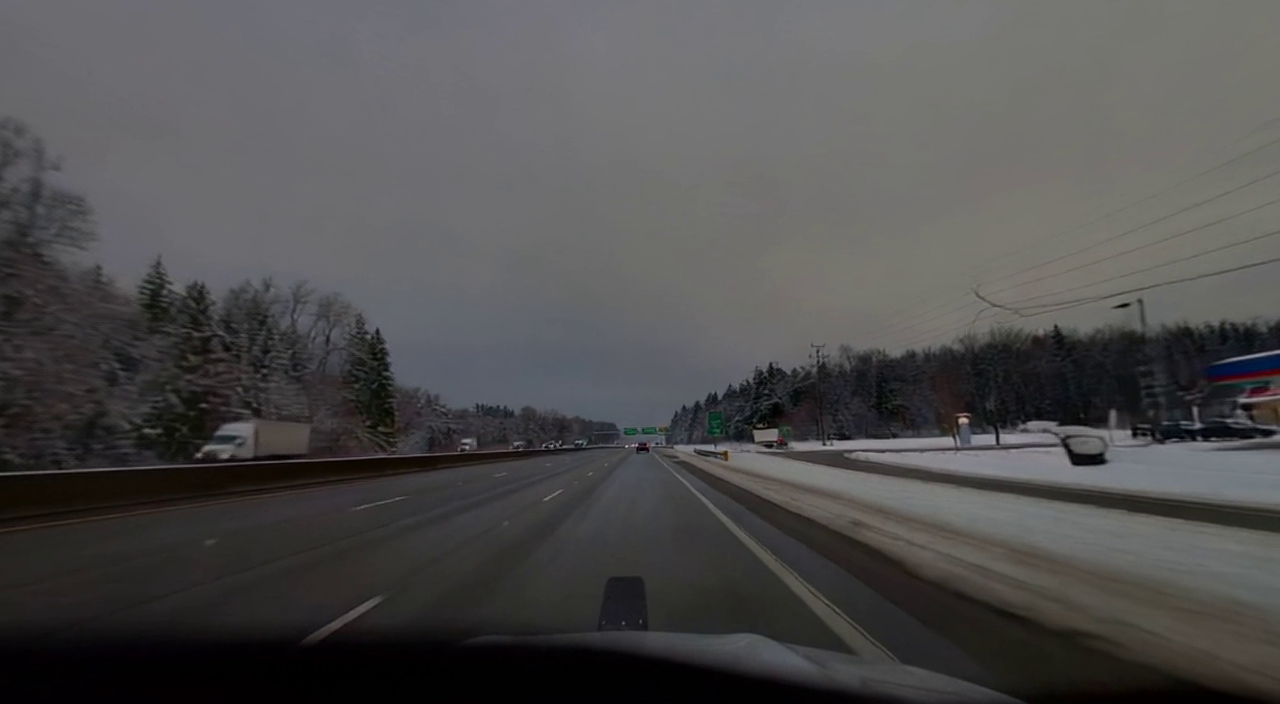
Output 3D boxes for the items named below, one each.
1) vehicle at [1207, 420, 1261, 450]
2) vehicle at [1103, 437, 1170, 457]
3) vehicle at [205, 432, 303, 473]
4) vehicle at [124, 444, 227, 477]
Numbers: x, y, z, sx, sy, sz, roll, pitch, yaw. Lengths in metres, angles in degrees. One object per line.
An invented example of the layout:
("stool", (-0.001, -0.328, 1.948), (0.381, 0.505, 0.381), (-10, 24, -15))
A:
("vehicle", (39.836, 5.541, 42.276), (2.209, 1.949, 1.850), (4, -8, -28))
("vehicle", (34.915, 6.683, 44.348), (4.865, 1.367, 2.082), (5, -10, -32))
("vehicle", (-29.236, 7.594, 48.360), (2.256, 2.796, 8.592), (0, -7, -1))
("vehicle", (-25.140, 5.841, 34.373), (1.961, 1.634, 4.758), (0, -8, 0))
